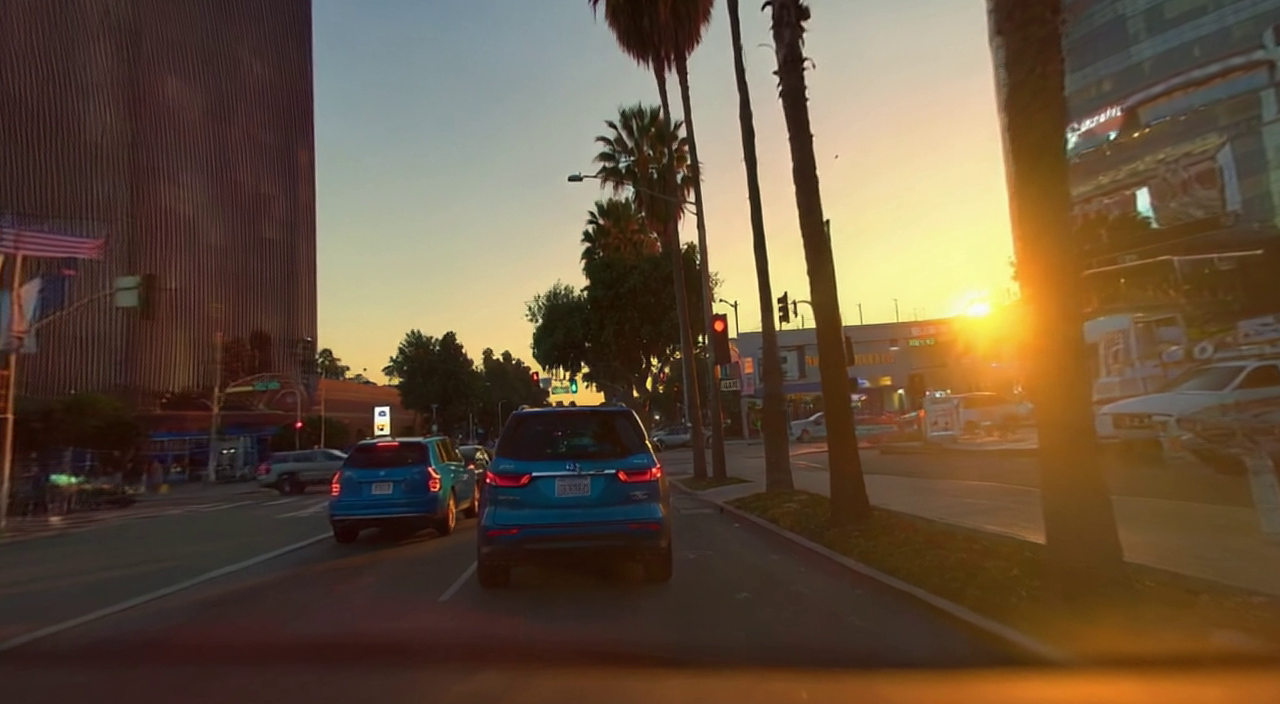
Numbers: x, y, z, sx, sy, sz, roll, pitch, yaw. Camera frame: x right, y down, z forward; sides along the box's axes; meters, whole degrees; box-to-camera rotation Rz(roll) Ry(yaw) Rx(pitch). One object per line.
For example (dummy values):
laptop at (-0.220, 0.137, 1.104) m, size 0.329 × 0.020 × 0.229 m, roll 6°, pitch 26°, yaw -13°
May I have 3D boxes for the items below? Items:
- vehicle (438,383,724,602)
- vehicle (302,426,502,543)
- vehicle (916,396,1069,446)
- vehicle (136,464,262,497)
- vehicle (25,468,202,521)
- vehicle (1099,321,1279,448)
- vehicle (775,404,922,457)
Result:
vehicle at (-0.677, 1.588, 8.105) m, size 2.519 × 1.913 × 4.819 m, roll 0°, pitch -8°, yaw -4°
vehicle at (-4.050, 2.313, 11.860) m, size 2.097 × 1.692 × 5.030 m, roll 0°, pitch -8°, yaw -4°
vehicle at (14.642, 2.917, 26.458) m, size 5.033 × 1.999 × 2.259 m, roll 0°, pitch -8°, yaw -3°
vehicle at (-24.532, 7.175, 35.354) m, size 5.241 × 1.634 × 2.284 m, roll 1°, pitch -8°, yaw -7°
vehicle at (-19.101, 5.138, 23.066) m, size 4.660 × 1.708 × 2.331 m, roll -2°, pitch -8°, yaw 9°
vehicle at (10.281, 0.619, 10.013) m, size 4.420 × 1.766 × 2.104 m, roll 1°, pitch -8°, yaw -6°
vehicle at (8.531, 3.270, 26.158) m, size 5.307 × 2.076 × 2.122 m, roll 1°, pitch -8°, yaw -6°
